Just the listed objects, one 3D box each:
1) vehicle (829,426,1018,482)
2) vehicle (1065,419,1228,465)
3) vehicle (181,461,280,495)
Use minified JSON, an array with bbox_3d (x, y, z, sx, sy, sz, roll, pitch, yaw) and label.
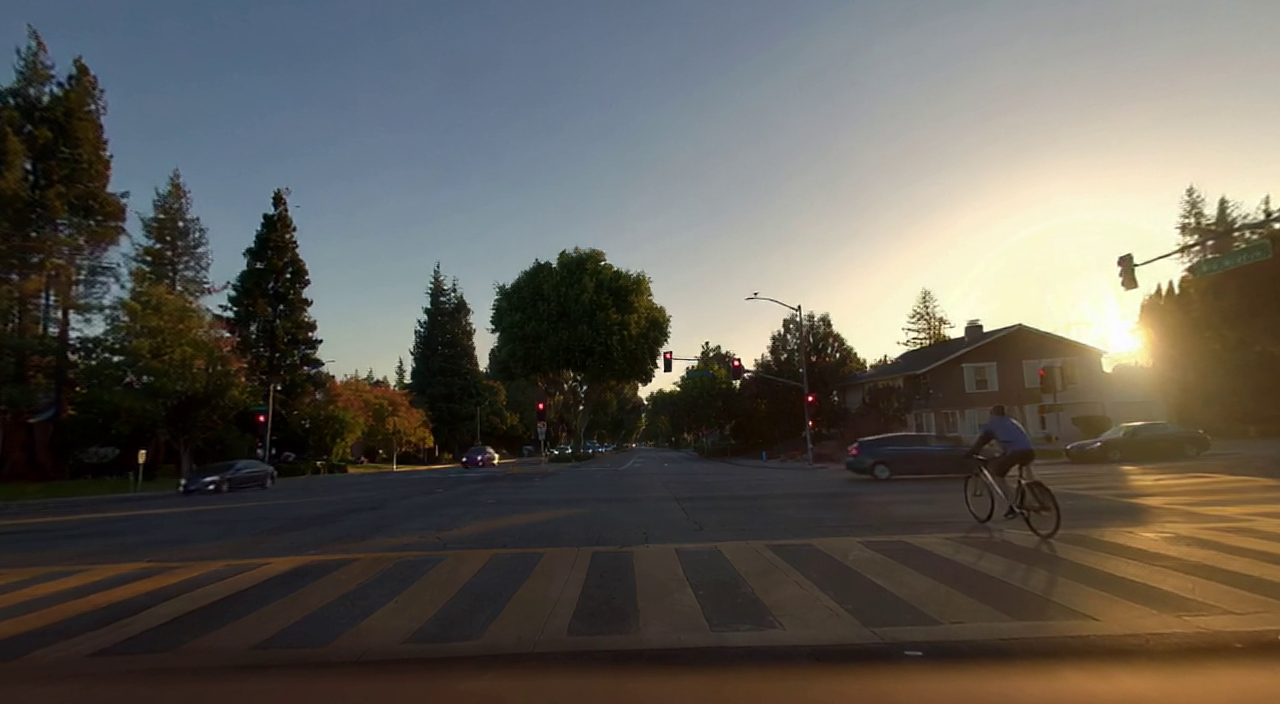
[{"bbox_3d":[8.097,3.004,18.564,4.749,1.496,2.017,-3,-9,15],"label":"vehicle"},{"bbox_3d":[17.344,3.100,21.758,3.969,1.493,1.823,0,-9,1],"label":"vehicle"},{"bbox_3d":[-19.324,5.934,30.004,1.810,1.393,4.423,0,-9,-1],"label":"vehicle"}]
